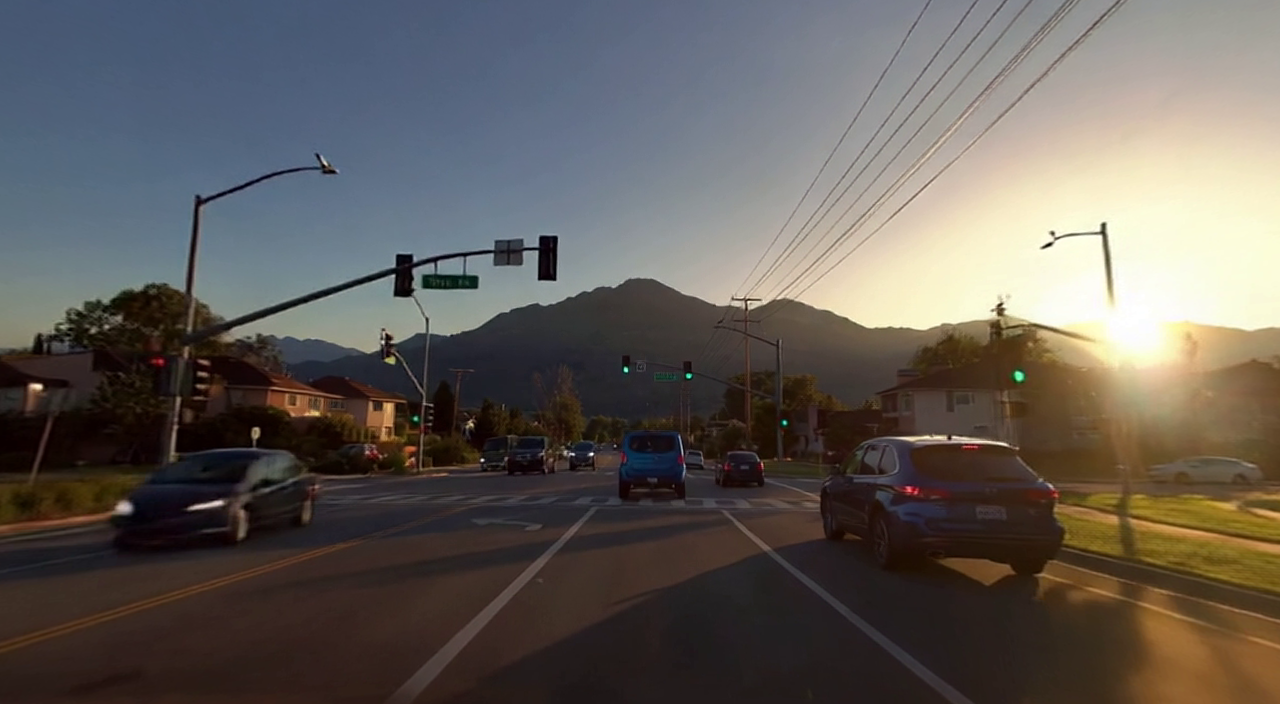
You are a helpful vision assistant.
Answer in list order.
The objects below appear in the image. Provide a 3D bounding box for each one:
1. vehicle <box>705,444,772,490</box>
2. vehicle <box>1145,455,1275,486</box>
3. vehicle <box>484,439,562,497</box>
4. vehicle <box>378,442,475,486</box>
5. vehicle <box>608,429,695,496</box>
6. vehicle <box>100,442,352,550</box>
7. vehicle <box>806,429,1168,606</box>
[{"bbox_3d":[3.807,4.493,25.029,1.957,1.646,4.355,0,-8,0],"label":"vehicle"},{"bbox_3d":[29.178,6.042,32.365,4.649,1.481,2.019,0,-8,1],"label":"vehicle"},{"bbox_3d":[-4.095,3.868,21.497,2.059,1.749,4.458,3,-9,-17],"label":"vehicle"},{"bbox_3d":[-9.871,5.084,29.052,4.530,1.864,1.999,-7,-11,38],"label":"vehicle"},{"bbox_3d":[0.378,3.734,21.766,2.636,2.011,5.130,0,-8,1],"label":"vehicle"},{"bbox_3d":[-7.093,2.442,11.573,2.005,1.533,4.644,1,-8,-8],"label":"vehicle"},{"bbox_3d":[3.927,1.920,8.412,2.155,1.658,4.721,0,-8,1],"label":"vehicle"}]
